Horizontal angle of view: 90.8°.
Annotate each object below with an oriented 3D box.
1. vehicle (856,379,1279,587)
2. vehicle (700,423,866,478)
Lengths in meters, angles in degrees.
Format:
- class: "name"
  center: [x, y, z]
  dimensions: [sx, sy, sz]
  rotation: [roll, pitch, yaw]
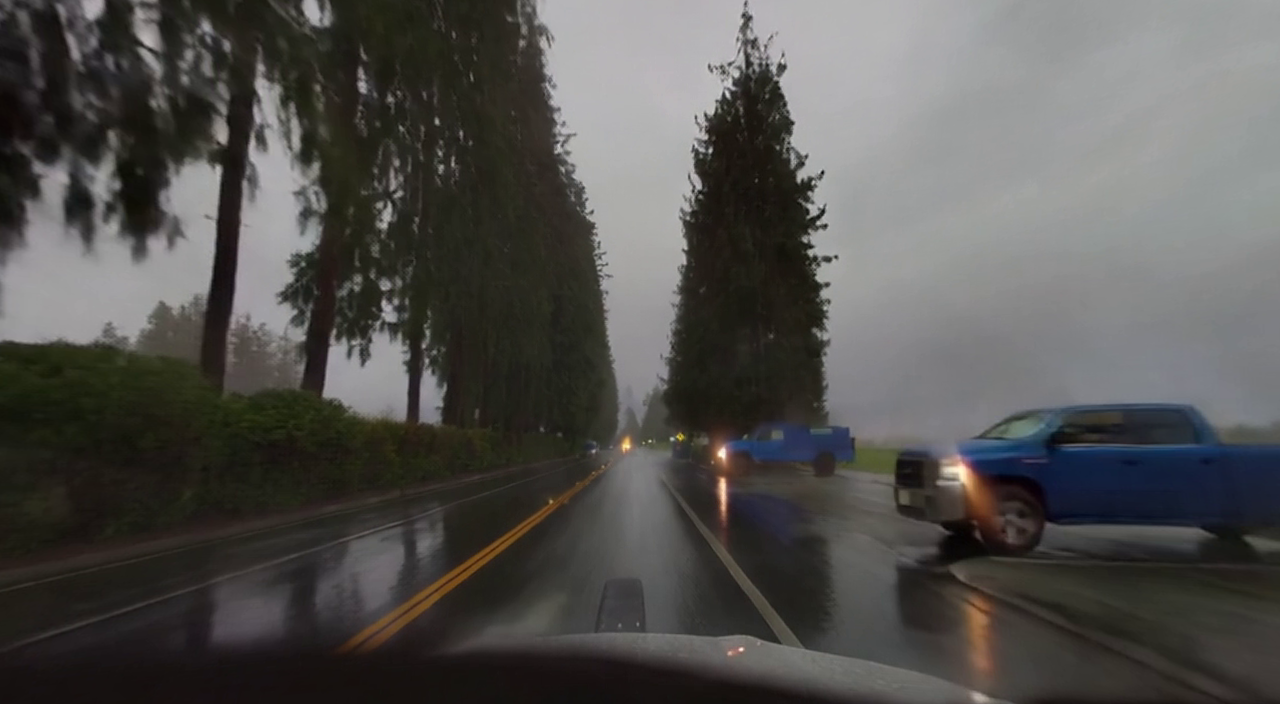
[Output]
- class: "vehicle"
  center: [6.009, 1.492, 7.700]
  dimensions: [5.797, 2.070, 2.502]
  rotation: [0, -8, -1]
- class: "vehicle"
  center: [6.213, 4.389, 28.223]
  dimensions: [6.645, 2.298, 2.763]
  rotation: [0, -9, -3]
